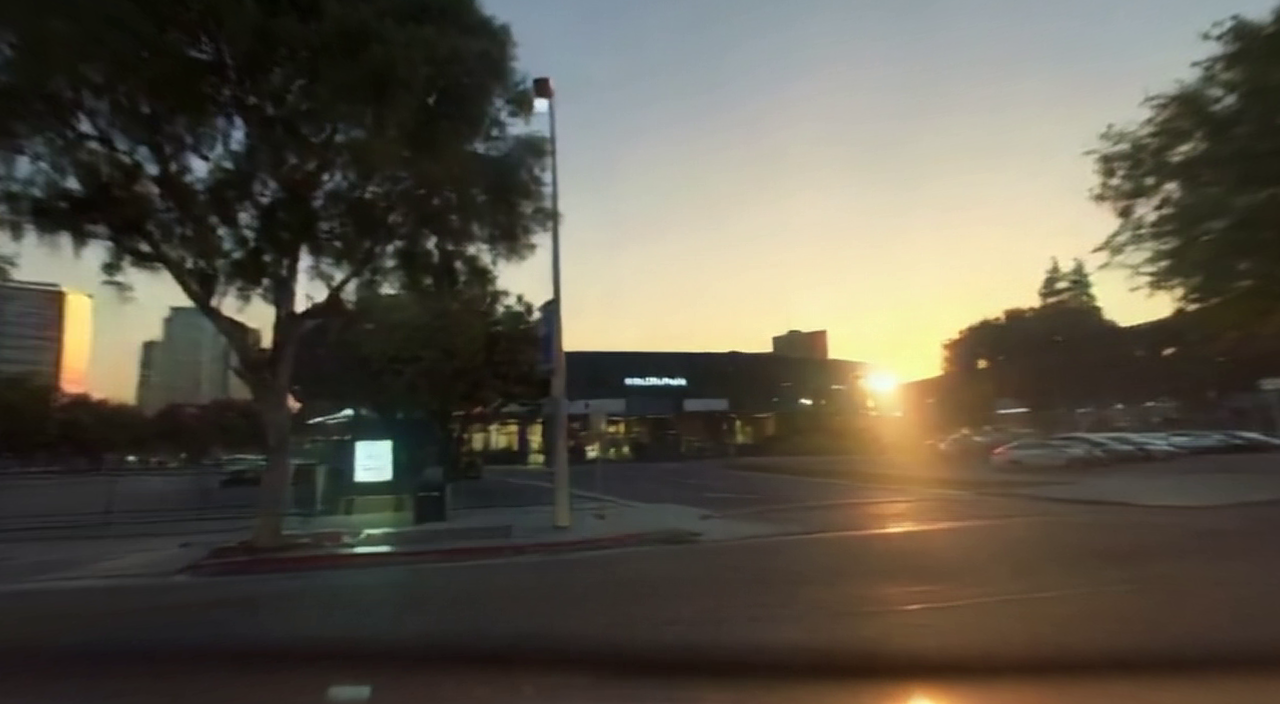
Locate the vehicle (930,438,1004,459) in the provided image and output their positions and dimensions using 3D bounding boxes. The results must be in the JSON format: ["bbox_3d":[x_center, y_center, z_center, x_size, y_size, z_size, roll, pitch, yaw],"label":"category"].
[{"bbox_3d":[23.576,6.973,45.667,1.734,1.418,4.317,6,-11,-36],"label":"vehicle"}]

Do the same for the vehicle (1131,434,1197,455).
[{"bbox_3d":[40.864,7.202,49.337,1.660,1.415,3.627,4,-7,-37],"label":"vehicle"}]

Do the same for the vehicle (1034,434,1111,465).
[{"bbox_3d":[23.913,5.410,35.149,2.121,1.541,5.124,-3,-9,19],"label":"vehicle"}]

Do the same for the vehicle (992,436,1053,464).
[{"bbox_3d":[21.500,5.537,35.700,2.130,1.458,4.157,-4,-9,20],"label":"vehicle"}]

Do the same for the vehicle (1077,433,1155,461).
[{"bbox_3d":[27.492,5.522,36.702,2.102,1.541,4.416,-3,-9,16],"label":"vehicle"}]
